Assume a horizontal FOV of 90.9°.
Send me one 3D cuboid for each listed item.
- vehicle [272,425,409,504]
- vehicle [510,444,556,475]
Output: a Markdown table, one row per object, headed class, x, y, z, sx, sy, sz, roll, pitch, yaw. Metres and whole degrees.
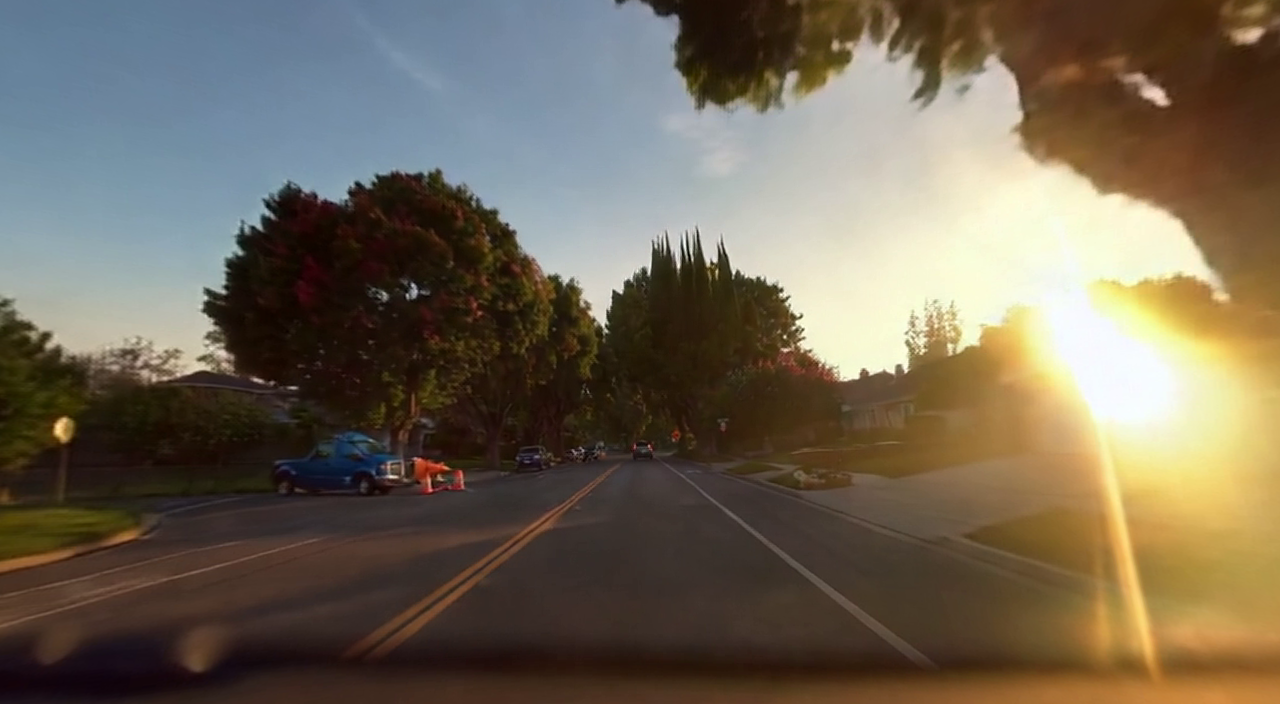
| class | x | y | z | sx | sy | sz | roll | pitch | yaw |
| --- | --- | --- | --- | --- | --- | --- | --- | --- | --- |
| vehicle | -10.697 | 4.020 | 22.888 | 4.120 | 2.628 | 2.064 | 3 | -9 | -19 |
| vehicle | -7.935 | 8.004 | 47.397 | 2.422 | 1.855 | 6.165 | -4 | -7 | -2 |
